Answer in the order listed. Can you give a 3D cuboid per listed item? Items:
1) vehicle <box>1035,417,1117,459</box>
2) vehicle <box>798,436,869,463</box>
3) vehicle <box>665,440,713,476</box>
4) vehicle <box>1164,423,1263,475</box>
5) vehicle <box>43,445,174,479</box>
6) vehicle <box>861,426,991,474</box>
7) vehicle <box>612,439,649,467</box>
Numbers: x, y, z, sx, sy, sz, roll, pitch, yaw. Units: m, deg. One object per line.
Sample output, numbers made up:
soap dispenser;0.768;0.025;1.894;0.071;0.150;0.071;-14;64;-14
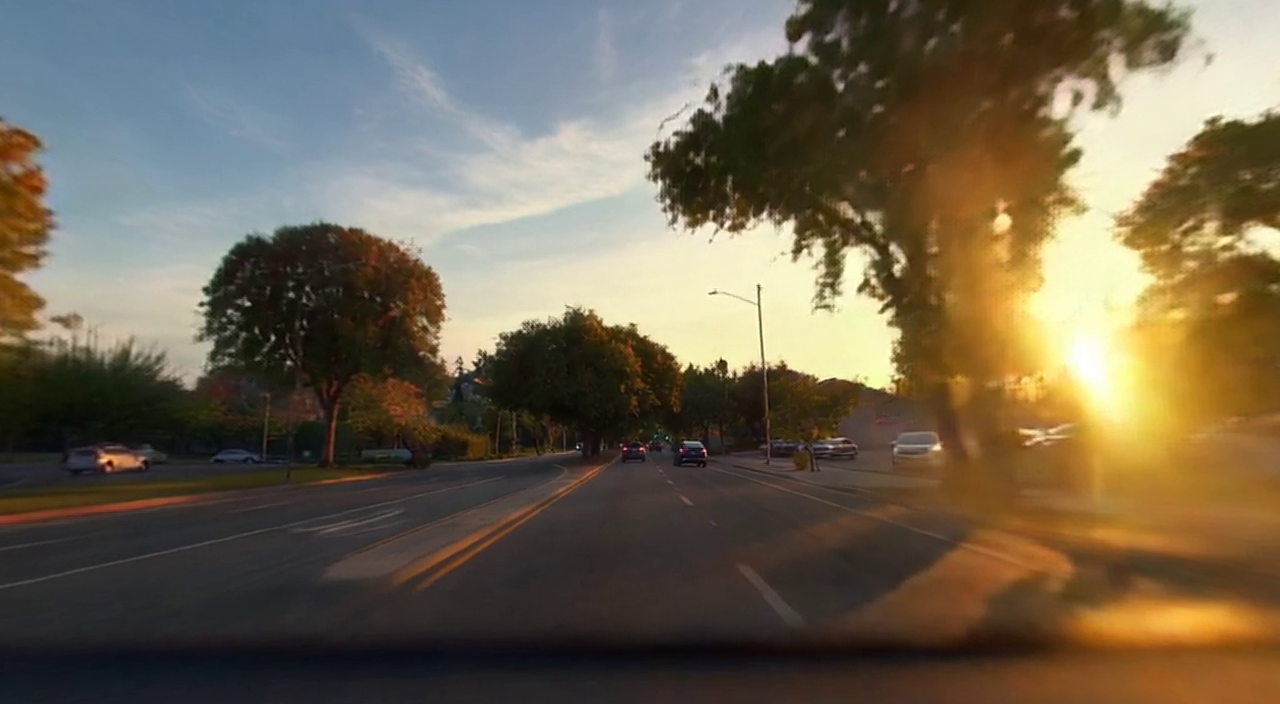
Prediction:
vehicle;18.637;3.697;26.922;1.996;1.607;4.492;-8;-12;44
vehicle;11.231;5.671;36.781;3.486;1.431;1.799;-8;-12;44
vehicle;2.351;5.238;31.453;2.003;1.614;4.072;0;-8;-1
vehicle;18.380;3.069;20.164;4.940;1.445;1.885;8;-12;-44
vehicle;-33.569;6.921;40.187;5.899;1.996;2.367;5;-10;-29
vehicle;11.191;3.879;24.956;2.047;1.682;4.074;8;-12;-40
vehicle;-0.697;7.154;45.052;2.488;1.881;4.814;0;-8;-1
